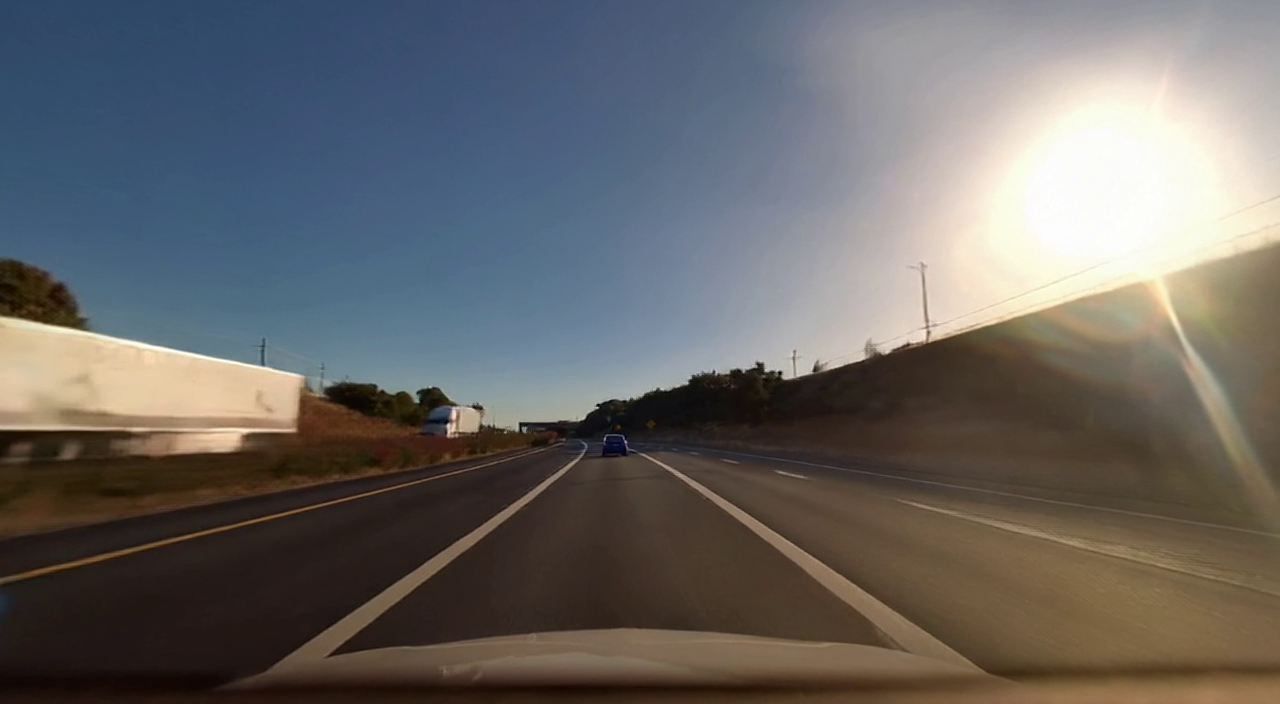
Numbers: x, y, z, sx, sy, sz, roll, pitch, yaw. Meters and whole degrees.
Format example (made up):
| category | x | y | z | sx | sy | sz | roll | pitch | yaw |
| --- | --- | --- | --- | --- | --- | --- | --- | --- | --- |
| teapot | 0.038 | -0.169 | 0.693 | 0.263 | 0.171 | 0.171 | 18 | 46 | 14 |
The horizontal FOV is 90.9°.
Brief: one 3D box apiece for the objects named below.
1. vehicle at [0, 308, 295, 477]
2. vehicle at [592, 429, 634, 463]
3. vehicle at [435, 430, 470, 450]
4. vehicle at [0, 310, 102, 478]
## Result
| category | x | y | z | sx | sy | sz | roll | pitch | yaw |
| --- | --- | --- | --- | --- | --- | --- | --- | --- | --- |
| vehicle | -16.855 | 1.794 | 21.106 | 2.915 | 3.951 | 14.819 | 0 | -8 | -3 |
| vehicle | -1.415 | 4.799 | 32.302 | 1.997 | 1.589 | 4.179 | 0 | -8 | -4 |
| vehicle | -14.045 | 6.591 | 47.428 | 1.682 | 1.409 | 3.563 | 0 | -8 | -3 |
| vehicle | -16.434 | 0.954 | 14.443 | 2.992 | 3.902 | 5.828 | 0 | -8 | -2 |
